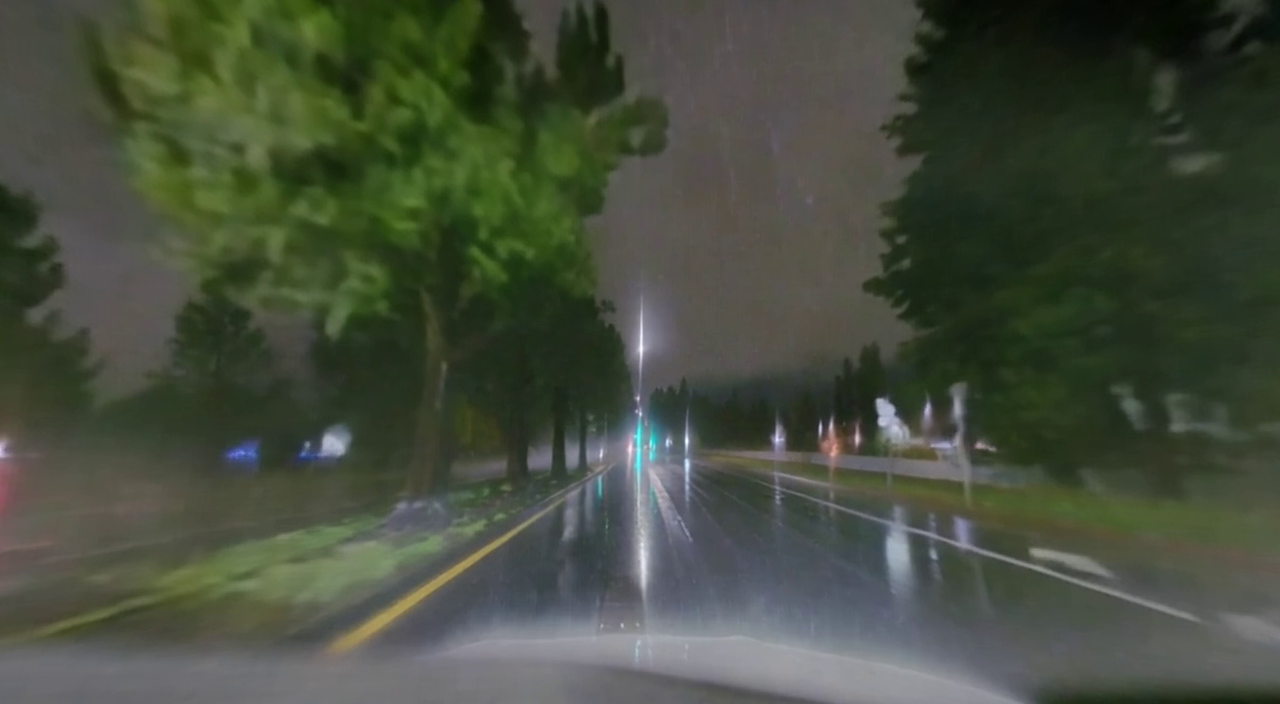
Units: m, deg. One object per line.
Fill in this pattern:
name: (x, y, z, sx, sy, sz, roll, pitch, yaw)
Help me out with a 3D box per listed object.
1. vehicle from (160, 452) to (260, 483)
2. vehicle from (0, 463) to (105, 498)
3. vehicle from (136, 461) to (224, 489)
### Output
vehicle: (-27.578, 7.391, 40.630, 4.783, 1.722, 2.206, -1, -7, -2)
vehicle: (-27.247, 5.823, 28.689, 4.144, 1.408, 1.896, 0, -8, 1)
vehicle: (-27.397, 7.321, 37.710, 3.810, 1.444, 1.742, -1, -7, -2)
